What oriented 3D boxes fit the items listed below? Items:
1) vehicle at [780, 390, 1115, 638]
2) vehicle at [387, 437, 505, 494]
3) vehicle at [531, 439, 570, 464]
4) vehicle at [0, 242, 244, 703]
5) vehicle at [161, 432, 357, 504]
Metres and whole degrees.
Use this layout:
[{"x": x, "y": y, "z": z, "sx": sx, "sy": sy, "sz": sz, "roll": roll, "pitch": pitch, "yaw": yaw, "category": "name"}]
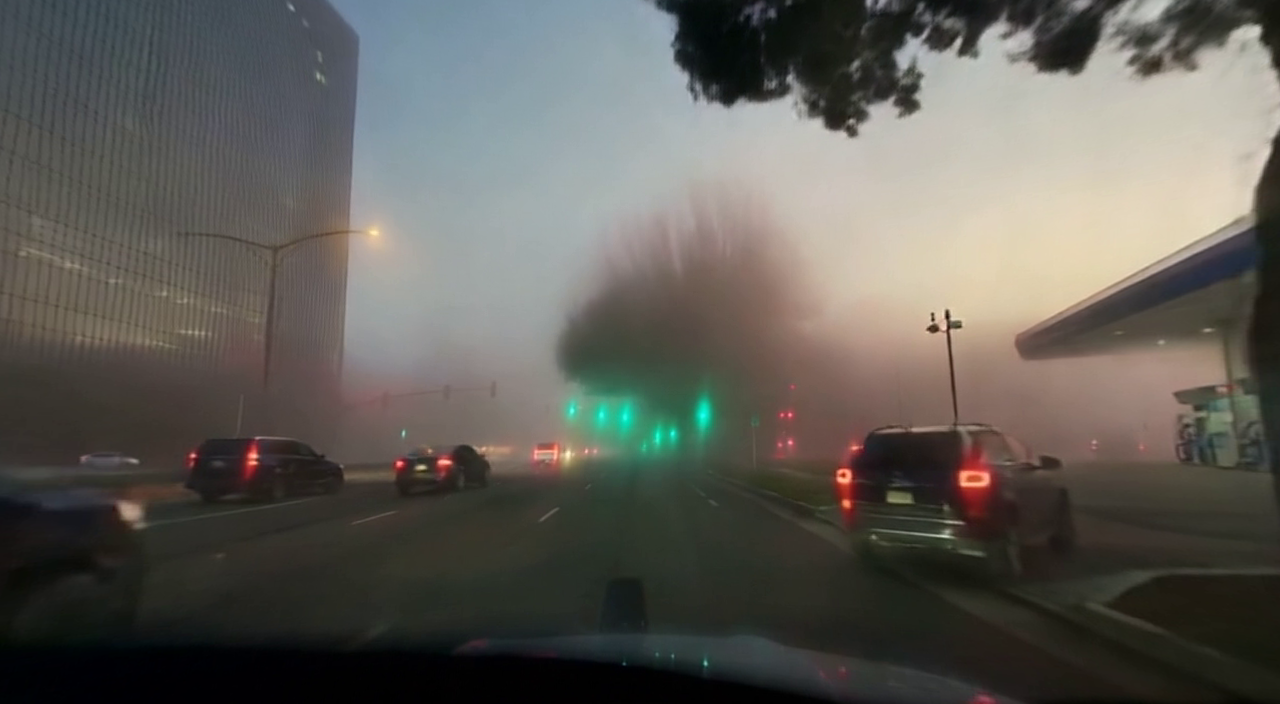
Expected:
[{"x": 3.670, "y": 1.509, "z": 7.006, "sx": 2.169, "sy": 1.751, "sz": 4.613, "roll": -7, "pitch": -11, "yaw": 39, "category": "vehicle"}, {"x": -5.603, "y": 3.325, "z": 18.892, "sx": 1.900, "sy": 1.473, "sz": 4.425, "roll": -1, "pitch": -8, "yaw": 4, "category": "vehicle"}, {"x": -6.270, "y": 7.030, "z": 44.586, "sx": 2.018, "sy": 1.658, "sz": 4.391, "roll": 0, "pitch": -8, "yaw": 1, "category": "vehicle"}, {"x": -3.952, "y": 0.355, "z": 0.778, "sx": 2.602, "sy": 2.091, "sz": 6.347, "roll": -1, "pitch": -8, "yaw": 2, "category": "vehicle"}, {"x": -9.360, "y": 2.876, "z": 16.106, "sx": 1.965, "sy": 1.541, "sz": 4.718, "roll": 0, "pitch": -8, "yaw": 1, "category": "vehicle"}]
